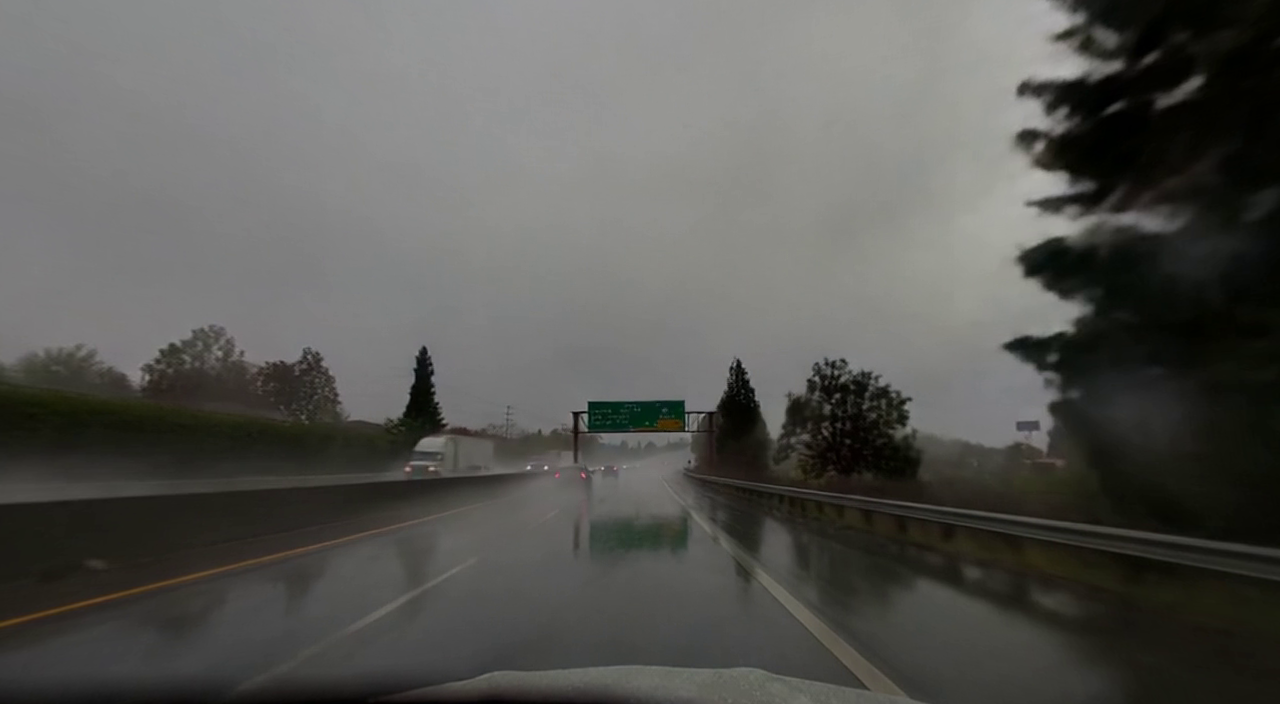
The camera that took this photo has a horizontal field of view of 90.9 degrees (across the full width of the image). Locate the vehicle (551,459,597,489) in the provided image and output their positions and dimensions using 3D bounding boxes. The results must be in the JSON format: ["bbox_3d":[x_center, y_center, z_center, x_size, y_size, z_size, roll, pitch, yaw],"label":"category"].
[{"bbox_3d":[-4.041,7.629,39.371,2.160,1.721,4.368,0,-11,2],"label":"vehicle"}]

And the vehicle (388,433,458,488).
[{"bbox_3d":[-16.703,8.444,48.914,3.027,3.952,5.790,1,-11,2],"label":"vehicle"}]
